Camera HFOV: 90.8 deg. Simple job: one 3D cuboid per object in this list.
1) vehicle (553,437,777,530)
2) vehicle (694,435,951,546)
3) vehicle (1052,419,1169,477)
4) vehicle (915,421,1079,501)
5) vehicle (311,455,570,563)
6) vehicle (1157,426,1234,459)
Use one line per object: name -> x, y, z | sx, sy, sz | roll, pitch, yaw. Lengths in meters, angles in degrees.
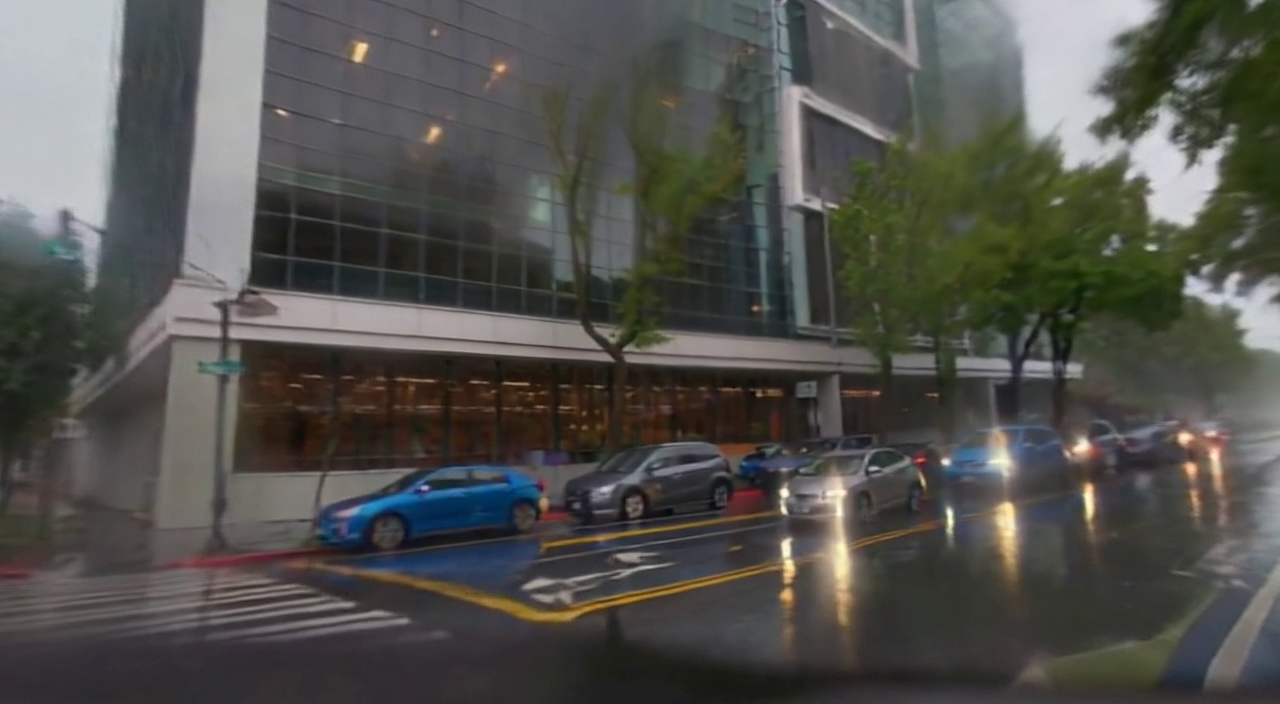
vehicle -> 0.855, 3.497, 17.460 | 6.107, 2.086, 2.348 | 6, -14, -41
vehicle -> 3.433, 2.304, 11.390 | 4.888, 1.558, 2.017 | 6, -11, -40
vehicle -> 16.918, 3.416, 22.656 | 4.472, 1.848, 2.225 | 6, -10, -40
vehicle -> 9.525, 2.838, 16.731 | 4.573, 1.814, 2.173 | 6, -12, -40
vehicle -> -4.023, 3.183, 13.249 | 4.705, 1.732, 1.996 | 7, -17, -41
vehicle -> 29.455, 4.779, 33.458 | 4.783, 1.621, 2.266 | 6, -11, -40
